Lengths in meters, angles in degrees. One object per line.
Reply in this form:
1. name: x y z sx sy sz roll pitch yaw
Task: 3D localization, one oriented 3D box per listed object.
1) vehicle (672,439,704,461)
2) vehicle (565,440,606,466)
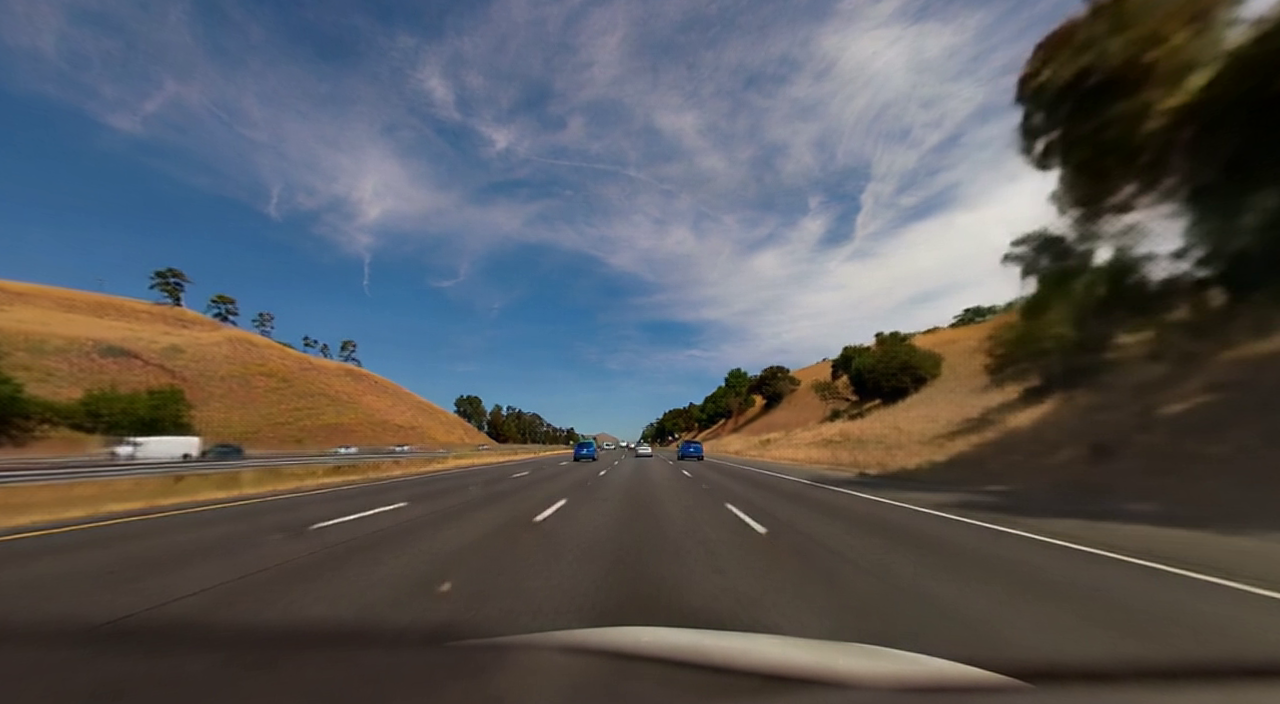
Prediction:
1. vehicle: 3.755 7.747 49.966 2.168 1.681 4.279 0 -8 -1
2. vehicle: -3.438 6.524 40.785 2.159 1.562 4.441 0 -8 1
